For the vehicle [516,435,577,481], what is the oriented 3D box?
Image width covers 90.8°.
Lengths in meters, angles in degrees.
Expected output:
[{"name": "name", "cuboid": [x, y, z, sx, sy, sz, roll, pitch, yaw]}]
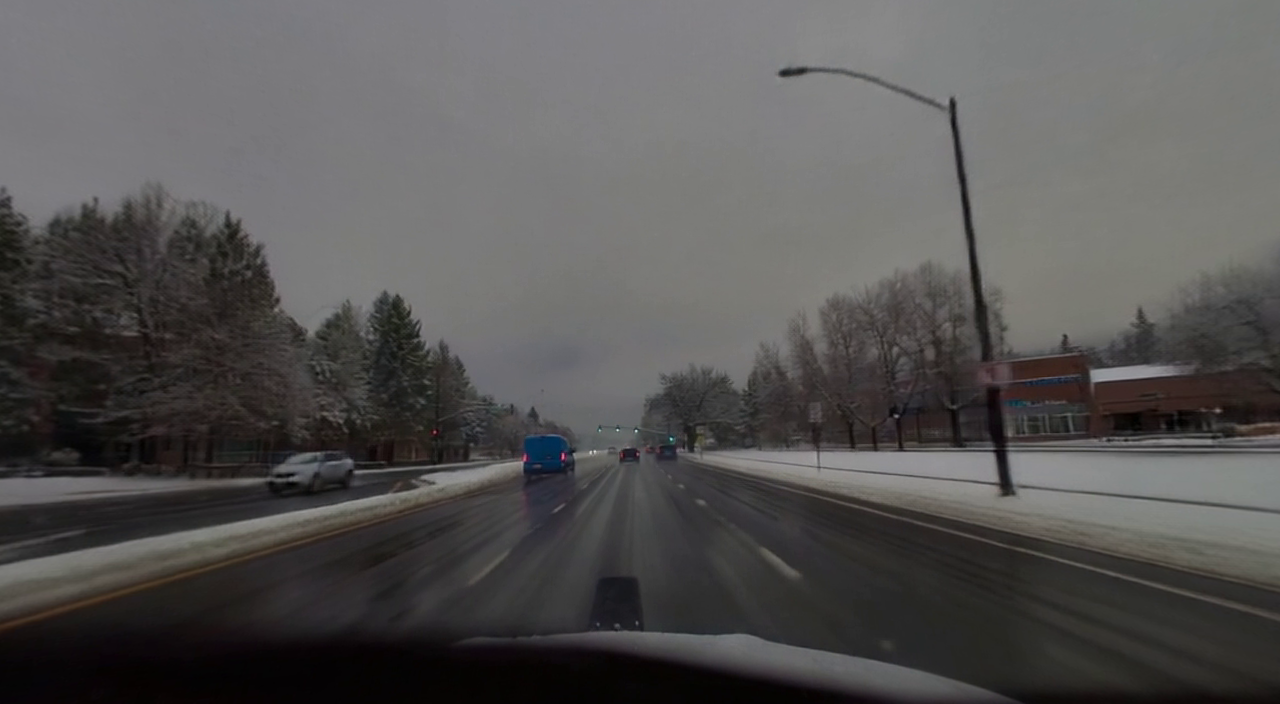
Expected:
[{"name": "vehicle", "cuboid": [-4.072, 4.709, 28.320, 2.075, 1.863, 4.744, 0, -9, 0]}]

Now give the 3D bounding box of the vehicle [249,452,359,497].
[{"name": "vehicle", "cuboid": [-12.647, 4.597, 24.219, 2.060, 1.506, 4.827, 1, -9, -7]}]

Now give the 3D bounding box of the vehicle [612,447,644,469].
[{"name": "vehicle", "cuboid": [-0.829, 7.224, 43.168, 2.039, 1.455, 3.826, 0, -9, -2]}]
